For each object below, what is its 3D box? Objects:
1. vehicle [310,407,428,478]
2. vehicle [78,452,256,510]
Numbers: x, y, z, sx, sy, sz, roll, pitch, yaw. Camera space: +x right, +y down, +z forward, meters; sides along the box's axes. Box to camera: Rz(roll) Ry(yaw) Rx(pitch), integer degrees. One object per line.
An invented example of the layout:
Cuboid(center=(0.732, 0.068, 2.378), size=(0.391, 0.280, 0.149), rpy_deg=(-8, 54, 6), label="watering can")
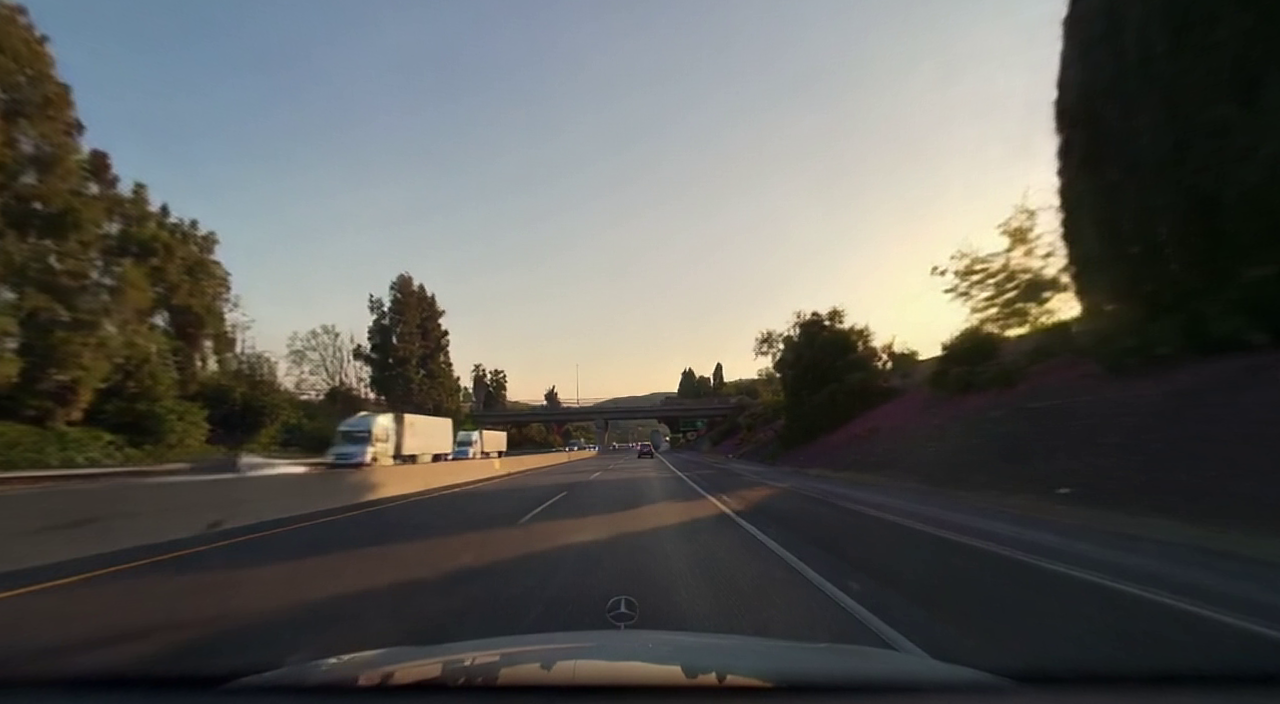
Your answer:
Cuboid(center=(-17.174, 5.943, 41.173), size=(2.933, 4.014, 10.307), rpy_deg=(0, -9, 1), label="vehicle")
Cuboid(center=(-13.803, 3.737, 18.814), size=(1.864, 1.489, 4.284), rpy_deg=(0, -9, 2), label="vehicle")
